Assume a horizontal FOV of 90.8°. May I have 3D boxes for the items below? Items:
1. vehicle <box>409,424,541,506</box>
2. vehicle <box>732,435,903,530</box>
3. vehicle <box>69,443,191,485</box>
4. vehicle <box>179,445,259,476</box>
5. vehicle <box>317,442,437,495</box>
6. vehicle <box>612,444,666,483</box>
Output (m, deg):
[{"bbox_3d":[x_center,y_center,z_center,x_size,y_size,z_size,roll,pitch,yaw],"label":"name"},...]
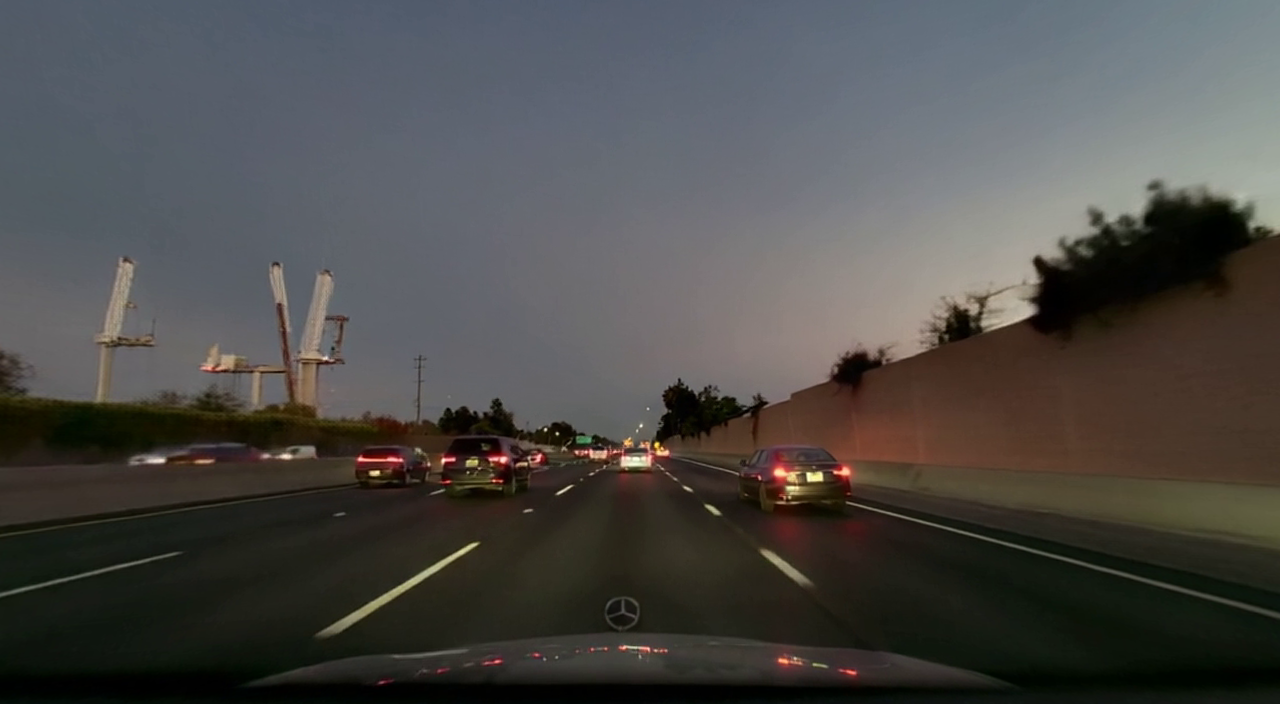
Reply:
[{"bbox_3d":[-3.950,2.793,16.025,2.121,1.775,4.335,0,-8,0],"label":"vehicle"},{"bbox_3d":[3.185,2.428,12.422,1.917,1.507,4.540,0,-8,-2],"label":"vehicle"},{"bbox_3d":[-23.311,5.093,29.132,1.918,1.777,4.381,0,-8,0],"label":"vehicle"},{"bbox_3d":[-27.338,7.000,41.229,1.888,1.878,4.705,0,-8,0],"label":"vehicle"},{"bbox_3d":[-8.168,3.629,20.104,1.908,1.476,4.342,0,-8,0],"label":"vehicle"},{"bbox_3d":[-0.082,4.548,26.084,2.045,1.452,4.040,0,-8,-1],"label":"vehicle"}]
